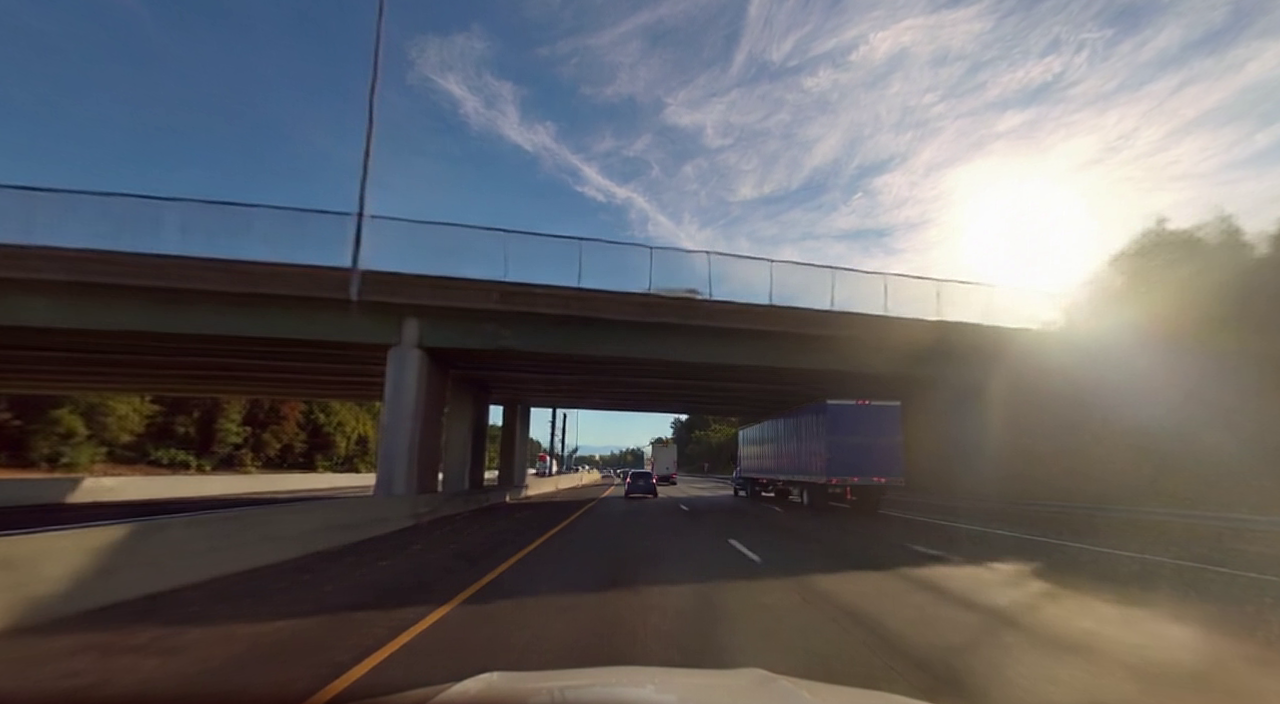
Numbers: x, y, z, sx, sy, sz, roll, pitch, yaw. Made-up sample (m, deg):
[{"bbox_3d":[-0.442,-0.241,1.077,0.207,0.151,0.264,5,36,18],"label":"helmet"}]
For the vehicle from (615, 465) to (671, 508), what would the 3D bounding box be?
[{"bbox_3d":[0.111,5.389,25.409,2.067,1.552,3.601,1,-11,0],"label":"vehicle"}]

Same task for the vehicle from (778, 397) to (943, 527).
[{"bbox_3d":[7.237,3.901,22.276,2.839,3.684,8.091,1,-11,0],"label":"vehicle"}]
